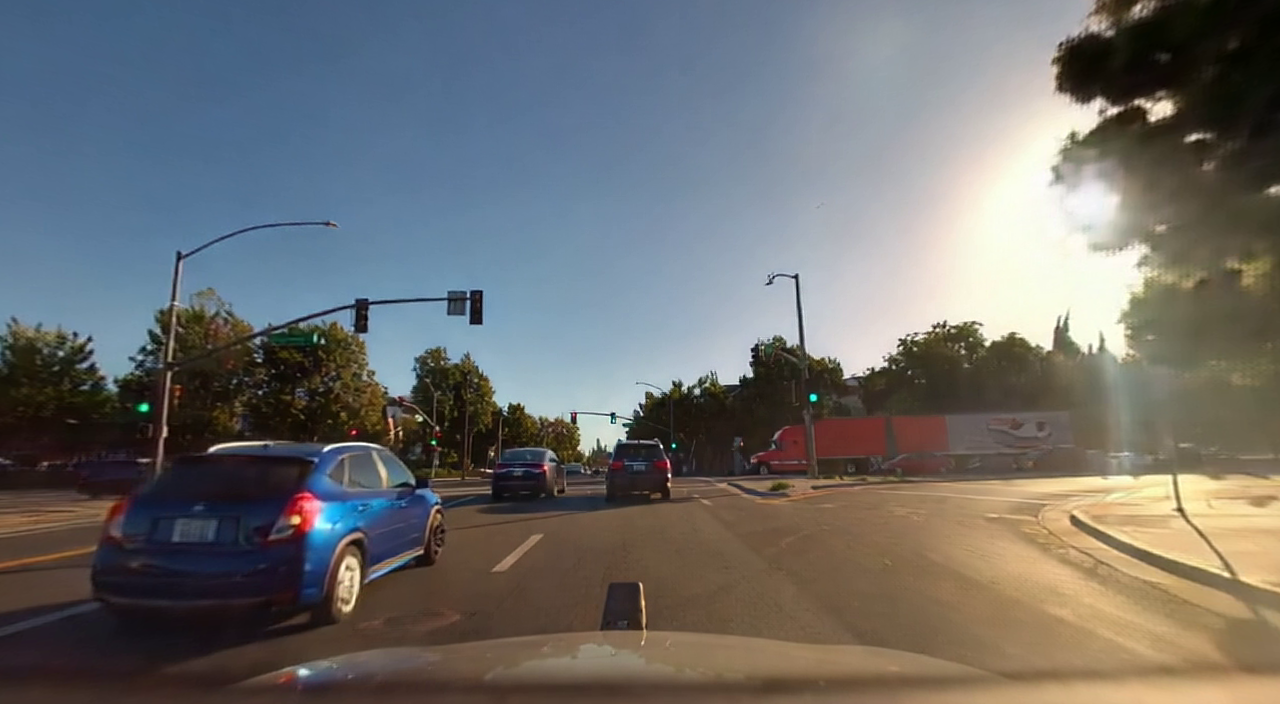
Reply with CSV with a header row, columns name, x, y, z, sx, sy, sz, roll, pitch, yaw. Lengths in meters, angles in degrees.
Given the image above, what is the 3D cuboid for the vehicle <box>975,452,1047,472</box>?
name,x,y,z,sx,sy,sz,roll,pitch,yaw
vehicle,28.706,8.513,48.864,4.365,1.448,1.928,0,-9,0

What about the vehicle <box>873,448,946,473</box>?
name,x,y,z,sx,sy,sz,roll,pitch,yaw
vehicle,20.756,8.409,48.671,4.585,1.681,2.140,-2,-10,-1

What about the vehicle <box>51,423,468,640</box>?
name,x,y,z,sx,sy,sz,roll,pitch,yaw
vehicle,-3.194,1.540,6.296,1.960,1.528,3.490,0,-9,0

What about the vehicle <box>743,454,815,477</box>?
name,x,y,z,sx,sy,sz,roll,pitch,yaw
vehicle,10.619,8.733,48.383,4.875,1.473,2.077,-2,-12,-2

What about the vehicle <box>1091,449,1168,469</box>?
name,x,y,z,sx,sy,sz,roll,pitch,yaw
vehicle,37.831,8.249,48.726,4.525,1.468,1.839,1,-9,-5

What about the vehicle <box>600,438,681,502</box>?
name,x,y,z,sx,sy,sz,roll,pitch,yaw
vehicle,0.005,3.452,18.845,2.163,1.678,3.846,0,-9,0

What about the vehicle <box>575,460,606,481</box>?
name,x,y,z,sx,sy,sz,roll,pitch,yaw
vehicle,-3.861,9.309,49.722,2.101,1.443,4.367,0,-9,0

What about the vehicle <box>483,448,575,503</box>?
name,x,y,z,sx,sy,sz,roll,pitch,yaw
vehicle,-3.215,3.663,19.208,2.013,1.474,4.393,0,-9,0
